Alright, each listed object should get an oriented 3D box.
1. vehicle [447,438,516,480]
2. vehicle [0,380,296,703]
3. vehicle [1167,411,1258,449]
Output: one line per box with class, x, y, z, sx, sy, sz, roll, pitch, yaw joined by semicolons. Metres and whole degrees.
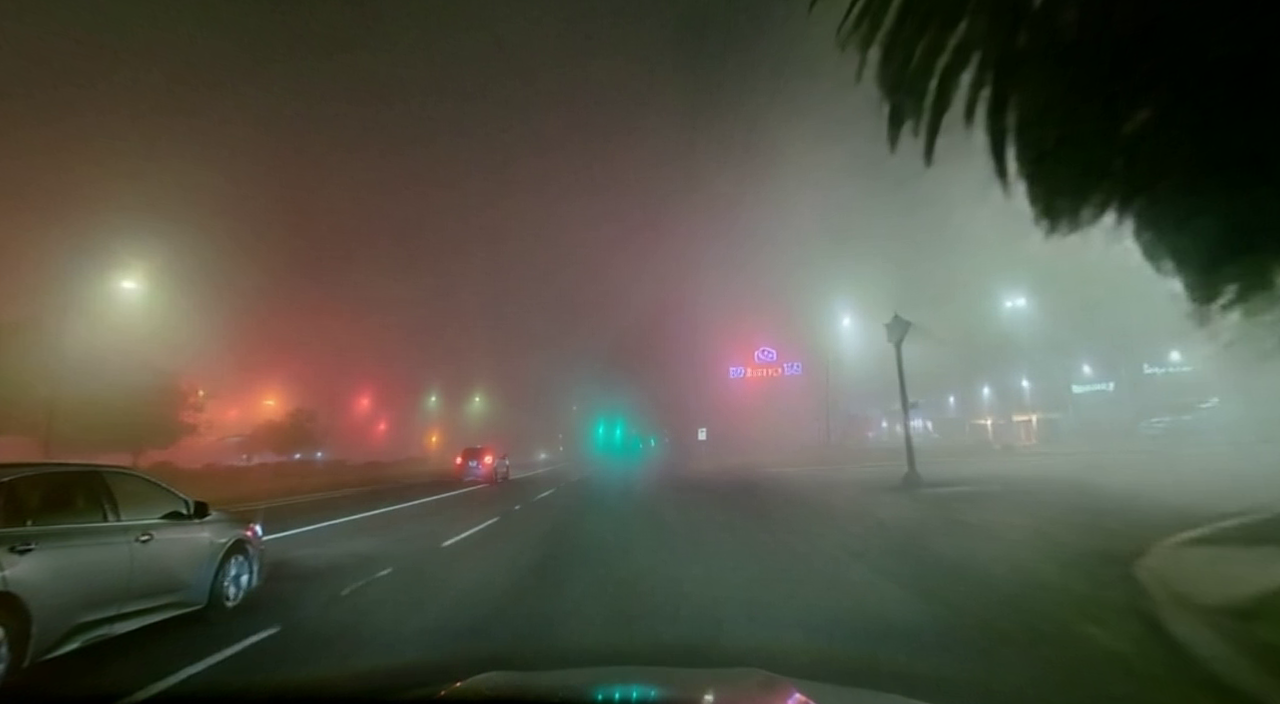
vehicle;-7.460;5.073;30.119;2.136;1.844;4.363;0;-9;1
vehicle;-4.182;1.055;3.599;2.041;1.666;4.182;0;-9;0
vehicle;29.644;4.089;32.546;4.264;1.791;2.133;5;-10;-30
